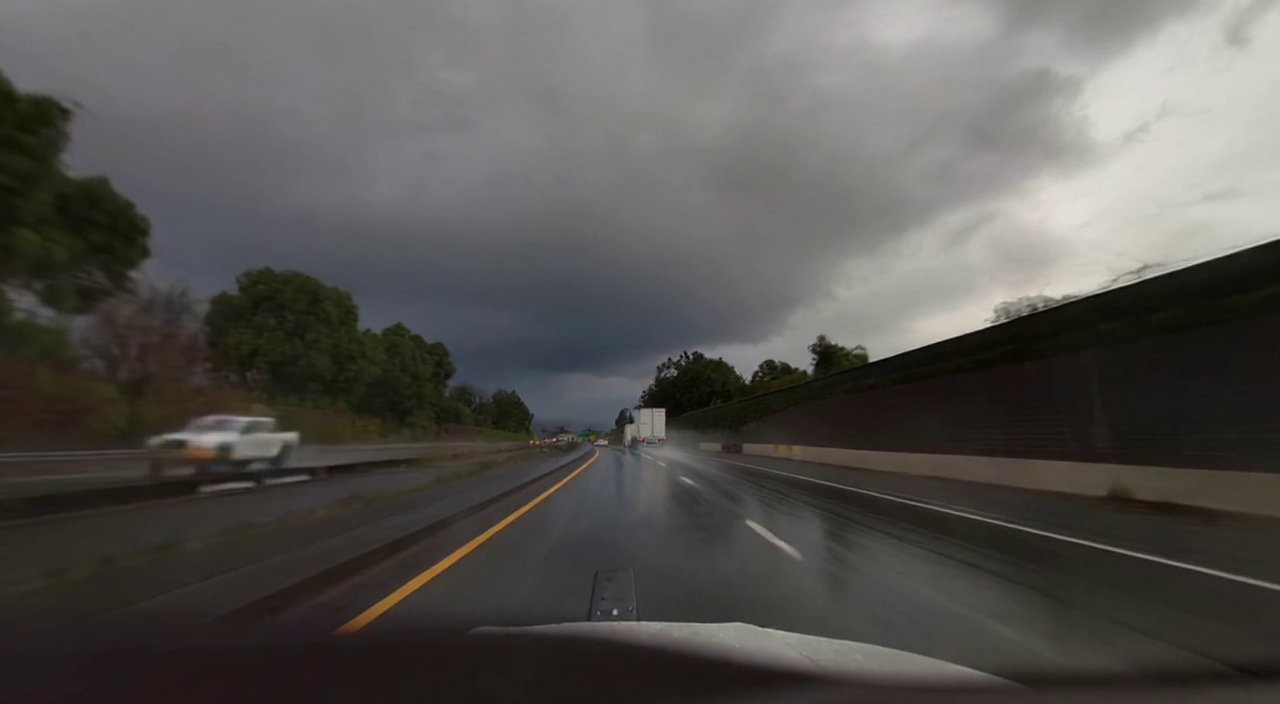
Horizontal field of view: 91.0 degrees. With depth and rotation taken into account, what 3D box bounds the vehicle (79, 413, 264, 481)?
[{"bbox_3d":[-12.209,2.524,16.827,1.829,1.570,4.180,0,-8,-3],"label":"vehicle"}]
